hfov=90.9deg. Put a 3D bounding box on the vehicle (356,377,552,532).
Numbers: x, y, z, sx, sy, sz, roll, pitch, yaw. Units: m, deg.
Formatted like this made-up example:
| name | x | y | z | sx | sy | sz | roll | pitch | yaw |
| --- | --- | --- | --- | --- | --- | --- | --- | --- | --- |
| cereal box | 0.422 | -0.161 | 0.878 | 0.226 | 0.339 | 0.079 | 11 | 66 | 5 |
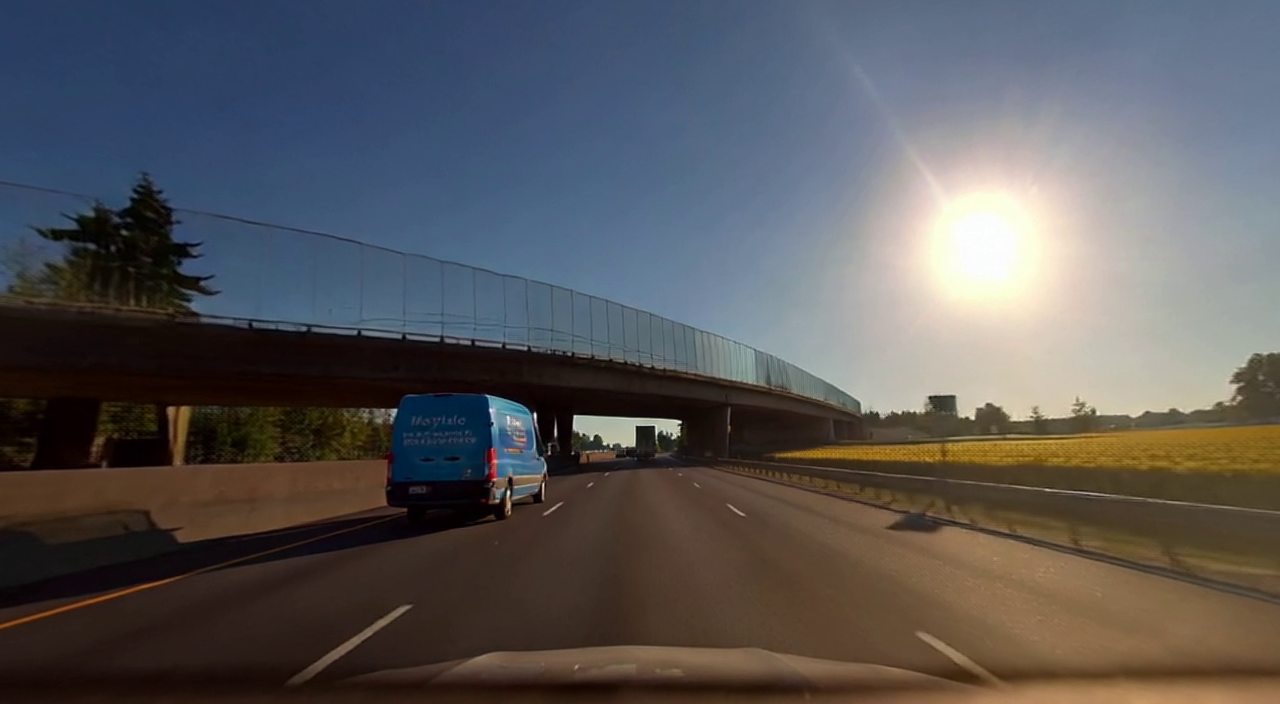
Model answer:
| name | x | y | z | sx | sy | sz | roll | pitch | yaw |
| --- | --- | --- | --- | --- | --- | --- | --- | --- | --- |
| vehicle | -3.660 | 2.277 | 14.338 | 2.320 | 2.636 | 7.021 | 0 | -9 | 0 |
